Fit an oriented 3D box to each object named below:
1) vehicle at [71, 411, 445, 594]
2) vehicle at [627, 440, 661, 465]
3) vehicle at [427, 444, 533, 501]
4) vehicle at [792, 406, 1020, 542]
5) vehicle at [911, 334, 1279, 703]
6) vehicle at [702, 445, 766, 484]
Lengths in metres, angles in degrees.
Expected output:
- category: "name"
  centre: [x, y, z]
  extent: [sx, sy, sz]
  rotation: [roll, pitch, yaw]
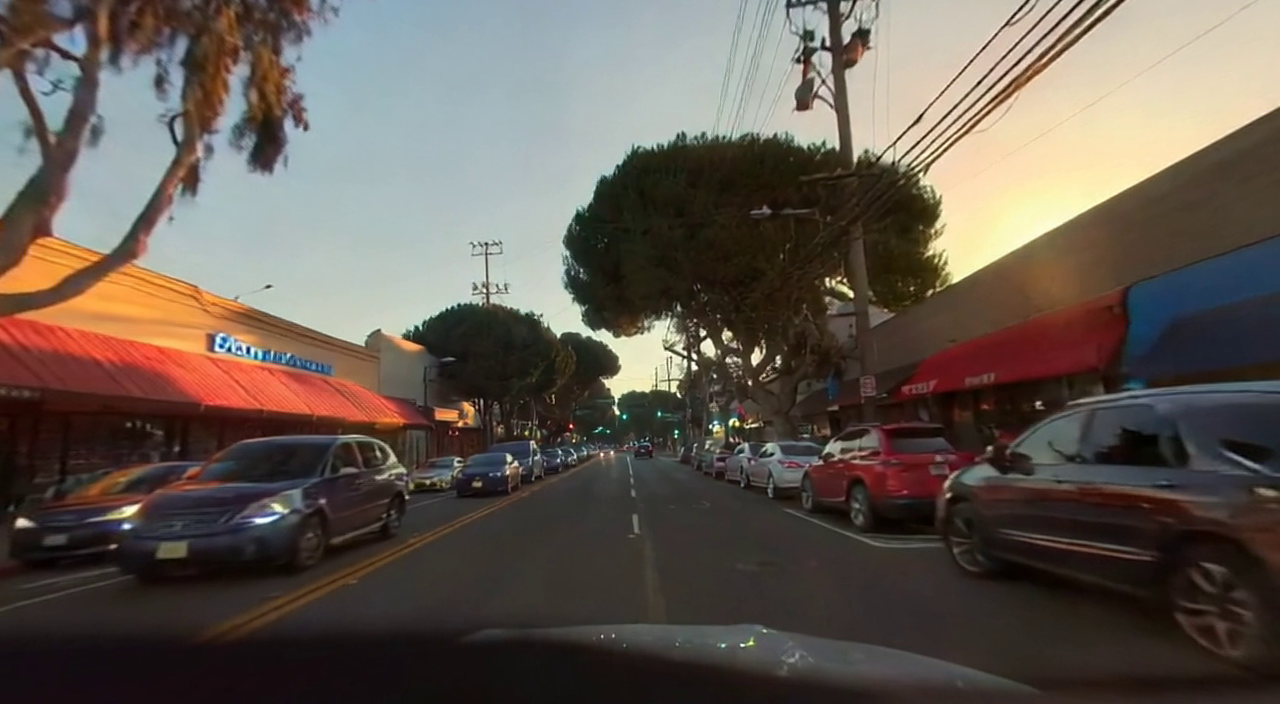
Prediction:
- category: "vehicle"
  centre: [-4.628, 1.879, 8.933]
  extent: [2.341, 1.825, 4.924]
  rotation: [0, -8, -2]
- category: "vehicle"
  centre: [0.228, 7.756, 48.946]
  extent: [2.440, 1.882, 4.611]
  rotation: [0, -8, -2]
- category: "vehicle"
  centre: [-4.650, 3.558, 19.139]
  extent: [2.053, 1.485, 4.540]
  rotation: [0, -8, 0]
- category: "vehicle"
  centre: [4.554, 2.173, 11.943]
  extent: [2.044, 1.990, 5.035]
  rotation: [0, -8, -1]
- category: "vehicle"
  centre: [4.575, 1.182, 5.314]
  extent: [2.243, 1.992, 5.087]
  rotation: [0, -8, -1]
- category: "vehicle"
  centre: [4.018, 4.856, 27.632]
  extent: [1.921, 1.440, 4.382]
  rotation: [-1, -8, -3]
